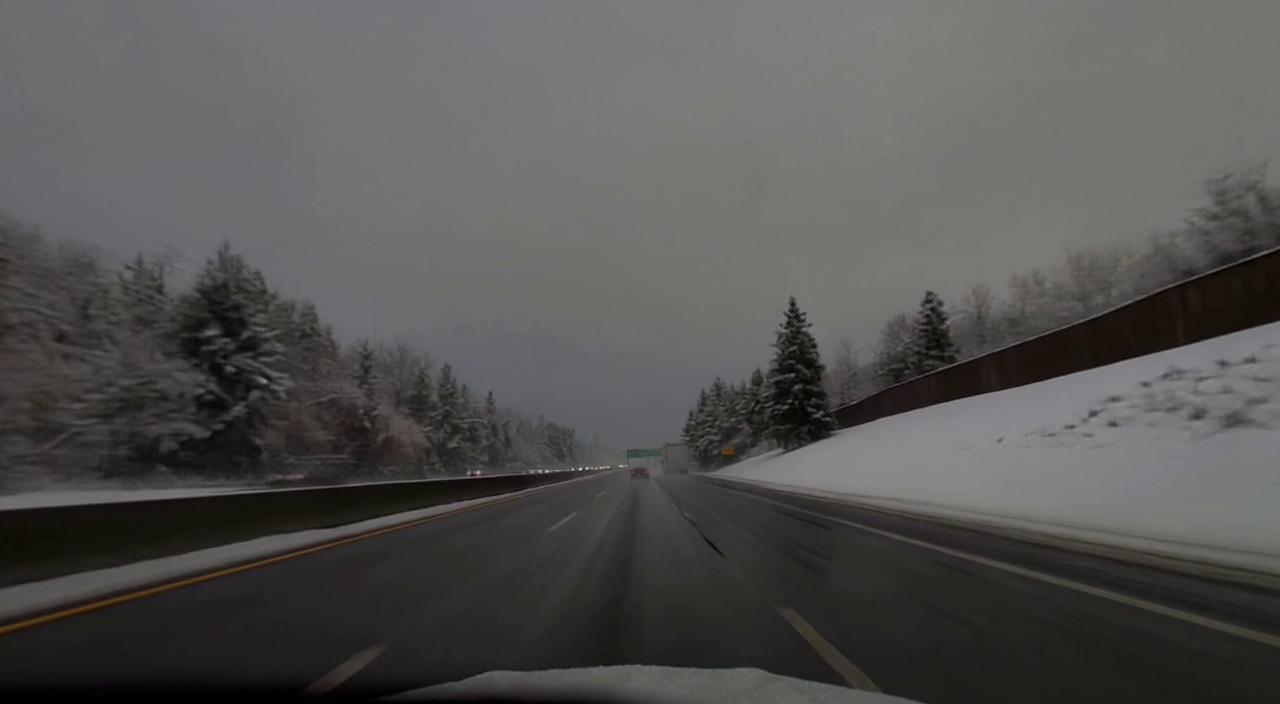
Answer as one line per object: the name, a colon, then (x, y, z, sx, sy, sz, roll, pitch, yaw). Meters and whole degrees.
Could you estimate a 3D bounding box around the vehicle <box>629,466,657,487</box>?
vehicle: (0.224, 9.365, 47.433, 2.015, 1.478, 3.920, 0, -10, 0)

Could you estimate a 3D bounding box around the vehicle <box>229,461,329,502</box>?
vehicle: (-15.741, 5.643, 27.743, 1.909, 1.615, 4.119, 0, -10, 0)
